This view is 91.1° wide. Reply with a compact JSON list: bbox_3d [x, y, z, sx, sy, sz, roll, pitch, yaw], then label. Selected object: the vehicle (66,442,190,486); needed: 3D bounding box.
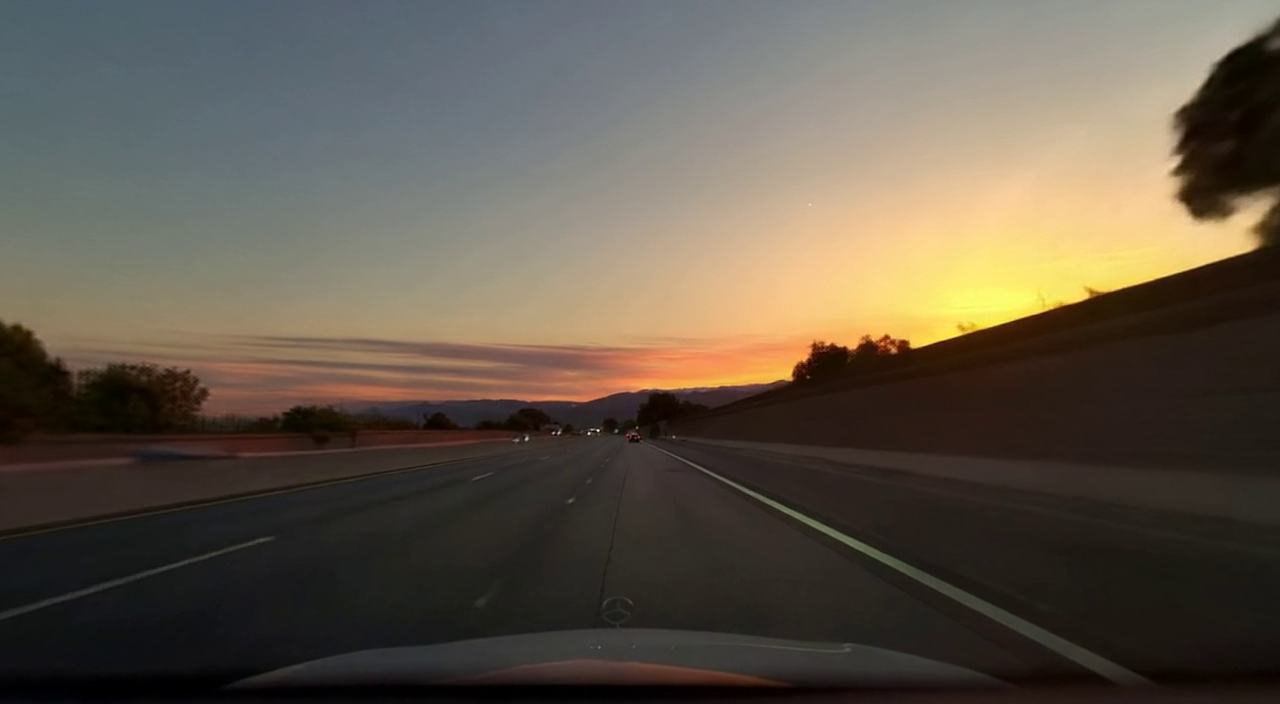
[{"bbox_3d":[-19.059,4.139,23.604,1.674,1.440,3.617,0,-8,-2],"label":"vehicle"}]
